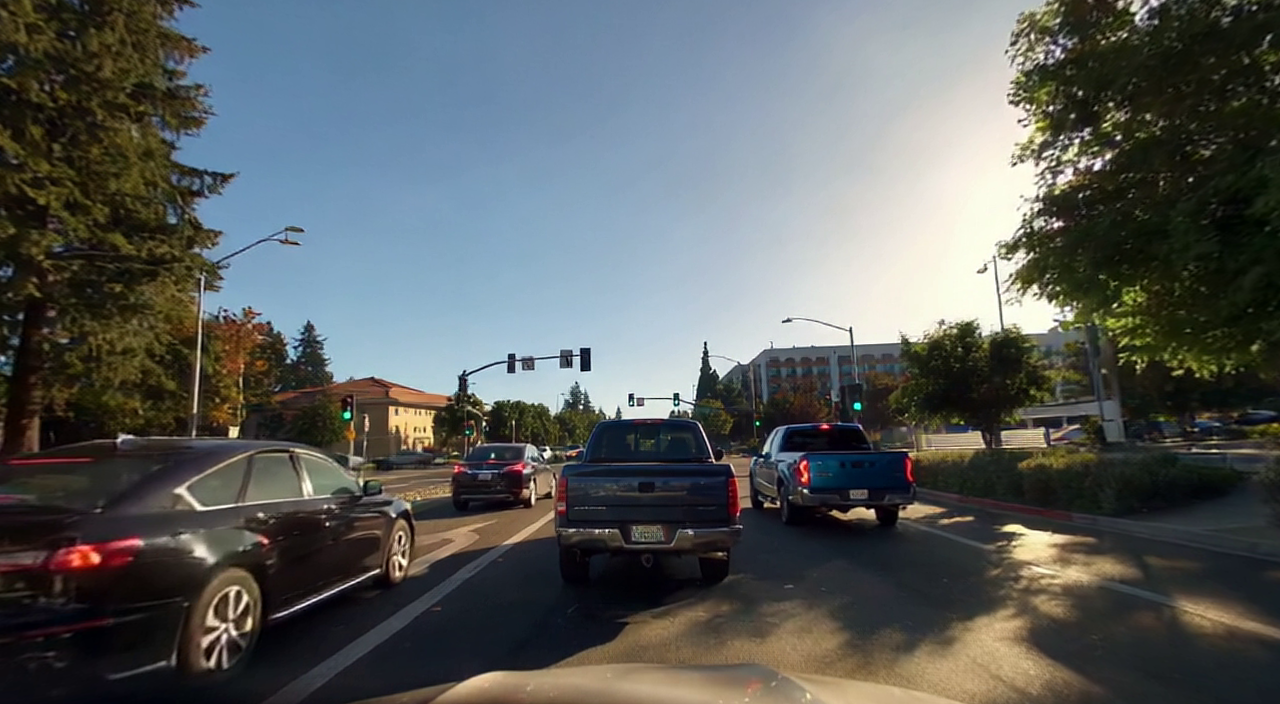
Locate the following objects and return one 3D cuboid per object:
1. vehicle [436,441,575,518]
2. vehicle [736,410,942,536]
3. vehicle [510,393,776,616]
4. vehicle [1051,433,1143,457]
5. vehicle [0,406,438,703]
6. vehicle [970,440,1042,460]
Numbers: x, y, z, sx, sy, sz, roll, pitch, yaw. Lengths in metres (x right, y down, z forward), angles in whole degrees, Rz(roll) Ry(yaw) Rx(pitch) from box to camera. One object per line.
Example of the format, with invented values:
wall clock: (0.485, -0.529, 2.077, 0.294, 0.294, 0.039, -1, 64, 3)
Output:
vehicle: (-2.819, 2.781, 14.420, 2.072, 1.450, 4.612, 0, -8, 1)
vehicle: (3.444, 2.247, 12.374, 2.408, 1.908, 5.355, 0, -8, 1)
vehicle: (0.031, 1.505, 7.055, 2.113, 1.768, 3.901, 0, -8, 0)
vehicle: (32.781, 6.698, 45.348, 4.869, 1.622, 2.230, 0, -8, 1)
vehicle: (-3.127, 1.263, 4.439, 1.909, 1.476, 4.751, 0, -8, -1)
vehicle: (26.435, 7.075, 45.633, 4.180, 1.376, 1.583, 0, -8, 2)
